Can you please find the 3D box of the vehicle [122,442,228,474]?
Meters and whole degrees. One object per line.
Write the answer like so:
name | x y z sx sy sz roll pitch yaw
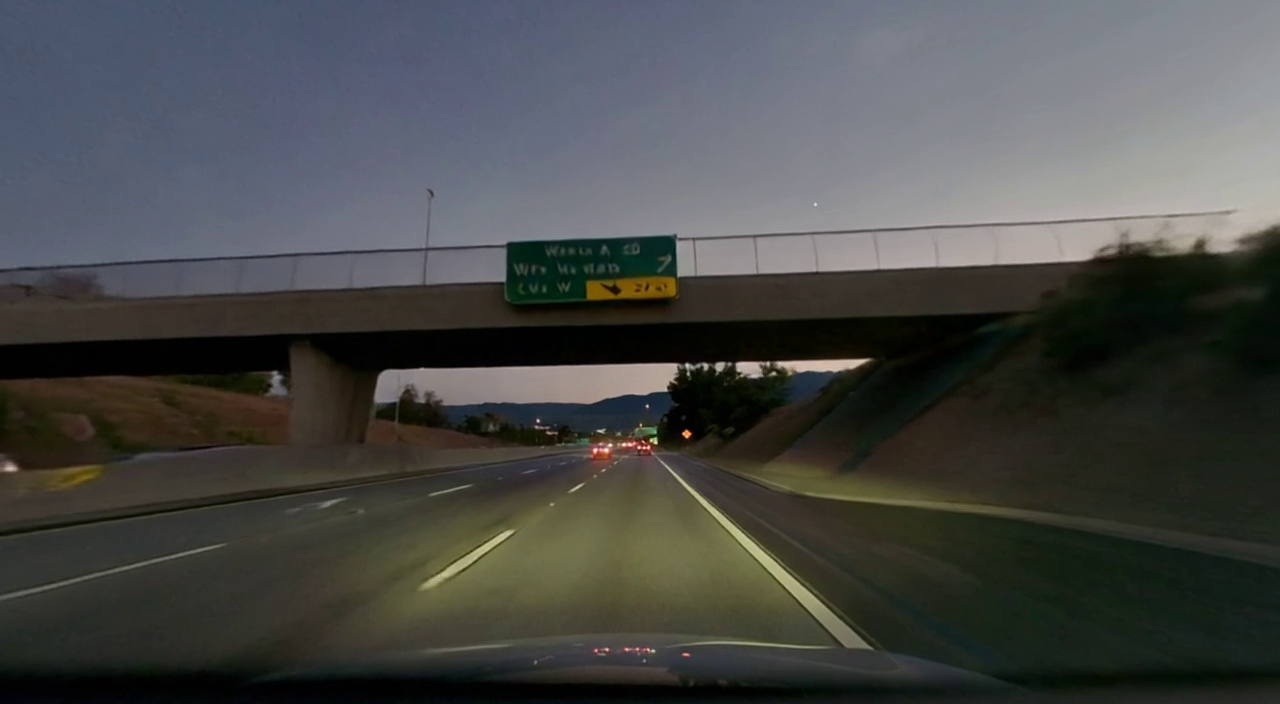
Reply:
vehicle | -24.687 5.631 33.661 2.126 1.588 4.557 0 -8 1

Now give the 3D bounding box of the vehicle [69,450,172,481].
vehicle | -28.517 6.220 34.793 1.871 1.514 4.413 0 -9 0
